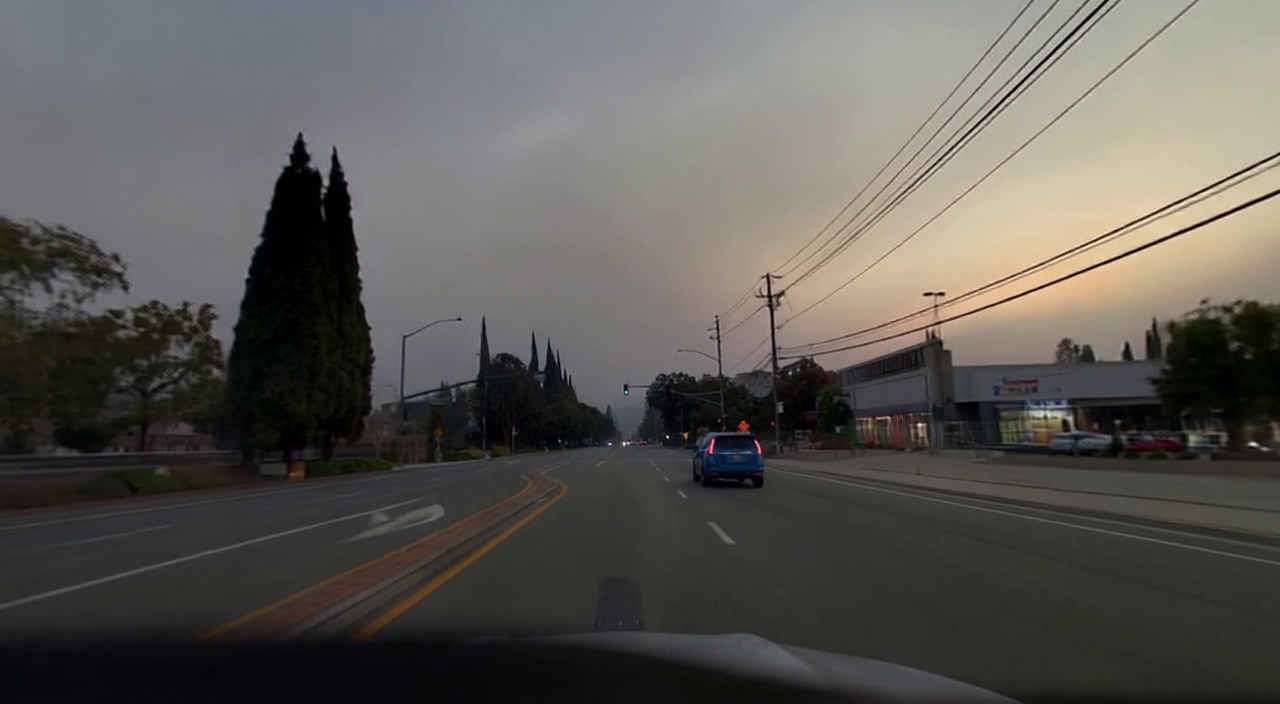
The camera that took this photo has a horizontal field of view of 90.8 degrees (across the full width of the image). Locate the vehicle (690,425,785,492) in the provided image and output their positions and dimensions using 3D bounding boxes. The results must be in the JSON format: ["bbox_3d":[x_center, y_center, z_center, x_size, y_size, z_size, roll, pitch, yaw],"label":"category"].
[{"bbox_3d":[2.860,3.267,19.706,2.060,1.820,4.713,0,-9,-2],"label":"vehicle"}]
